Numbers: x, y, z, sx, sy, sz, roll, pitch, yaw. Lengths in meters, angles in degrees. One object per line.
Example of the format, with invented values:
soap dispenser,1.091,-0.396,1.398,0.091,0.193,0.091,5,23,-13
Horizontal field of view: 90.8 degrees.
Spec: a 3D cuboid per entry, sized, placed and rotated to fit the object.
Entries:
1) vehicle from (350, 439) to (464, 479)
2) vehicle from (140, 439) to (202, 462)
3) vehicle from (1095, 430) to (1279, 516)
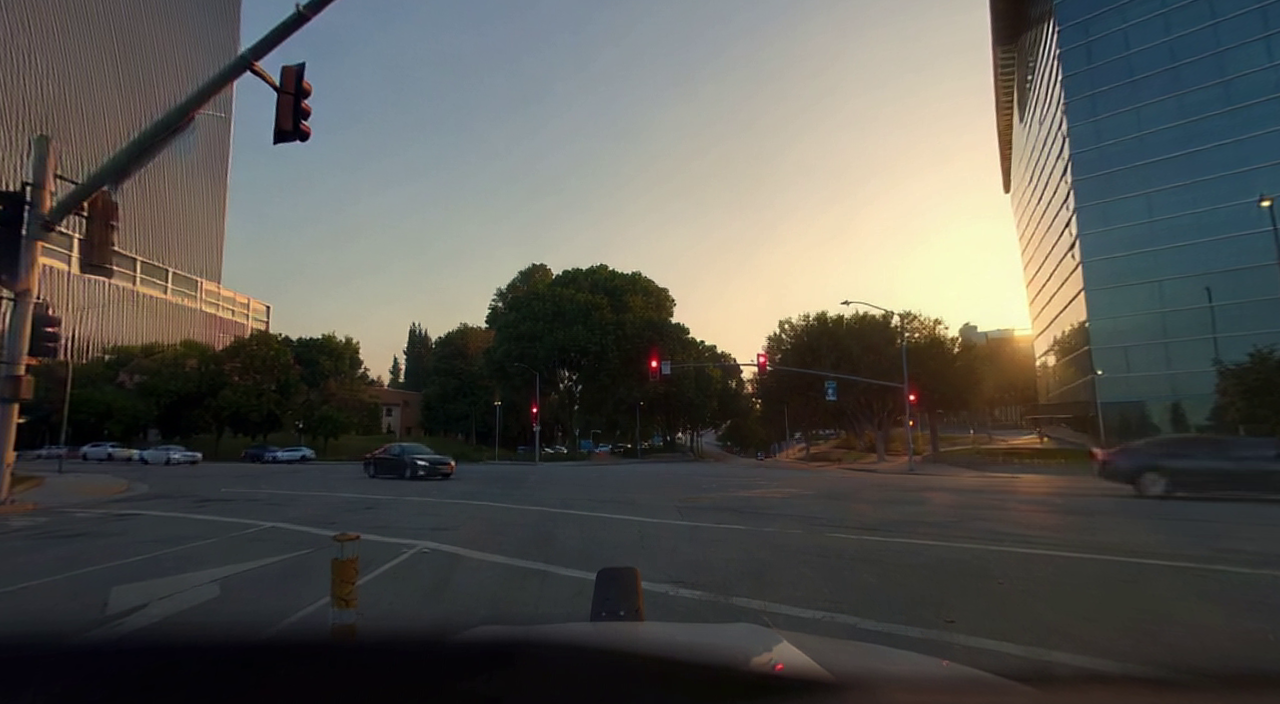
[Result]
vehicle,-9.432,4.262,25.424,4.798,1.461,1.939,-7,-11,37
vehicle,-33.769,7.083,45.444,4.110,1.511,1.883,-5,-10,28
vehicle,12.428,2.446,13.065,4.698,1.609,1.975,-7,-11,37
